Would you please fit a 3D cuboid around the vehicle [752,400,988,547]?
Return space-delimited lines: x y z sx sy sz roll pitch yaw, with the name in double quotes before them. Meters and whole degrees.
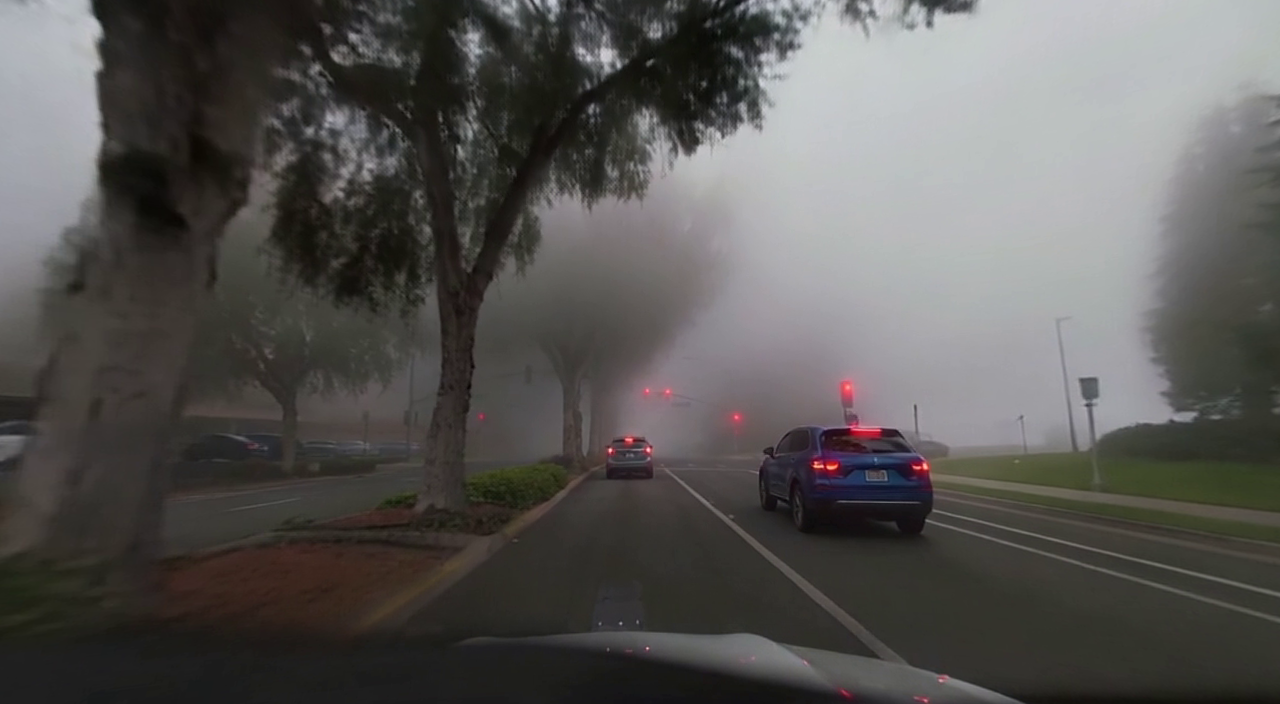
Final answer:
"vehicle" 3.180 1.783 9.897 2.046 1.768 4.370 0 -8 0

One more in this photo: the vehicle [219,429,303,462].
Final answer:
"vehicle" -28.574 7.023 47.696 5.285 2.200 2.387 3 -9 -33

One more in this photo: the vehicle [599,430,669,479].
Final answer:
"vehicle" -0.209 3.560 22.129 2.177 1.512 4.682 0 -8 0

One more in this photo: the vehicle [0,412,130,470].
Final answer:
"vehicle" -23.425 3.447 23.966 5.954 1.965 2.483 -2 -9 -1
